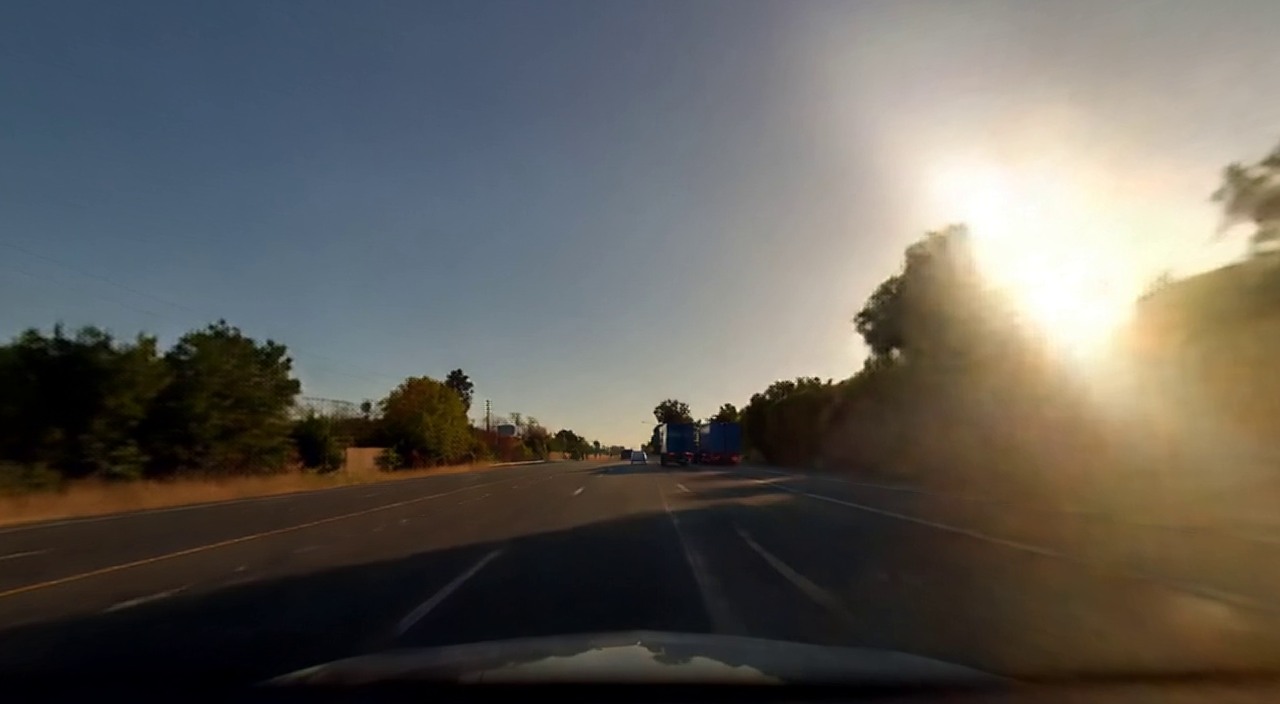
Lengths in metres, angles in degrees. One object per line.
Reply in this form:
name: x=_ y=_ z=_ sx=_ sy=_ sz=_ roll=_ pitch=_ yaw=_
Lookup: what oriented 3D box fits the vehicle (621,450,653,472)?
vehicle: x=-0.245 y=7.583 z=43.712 sx=2.083 sy=1.473 sz=3.923 roll=0 pitch=-9 yaw=-1
